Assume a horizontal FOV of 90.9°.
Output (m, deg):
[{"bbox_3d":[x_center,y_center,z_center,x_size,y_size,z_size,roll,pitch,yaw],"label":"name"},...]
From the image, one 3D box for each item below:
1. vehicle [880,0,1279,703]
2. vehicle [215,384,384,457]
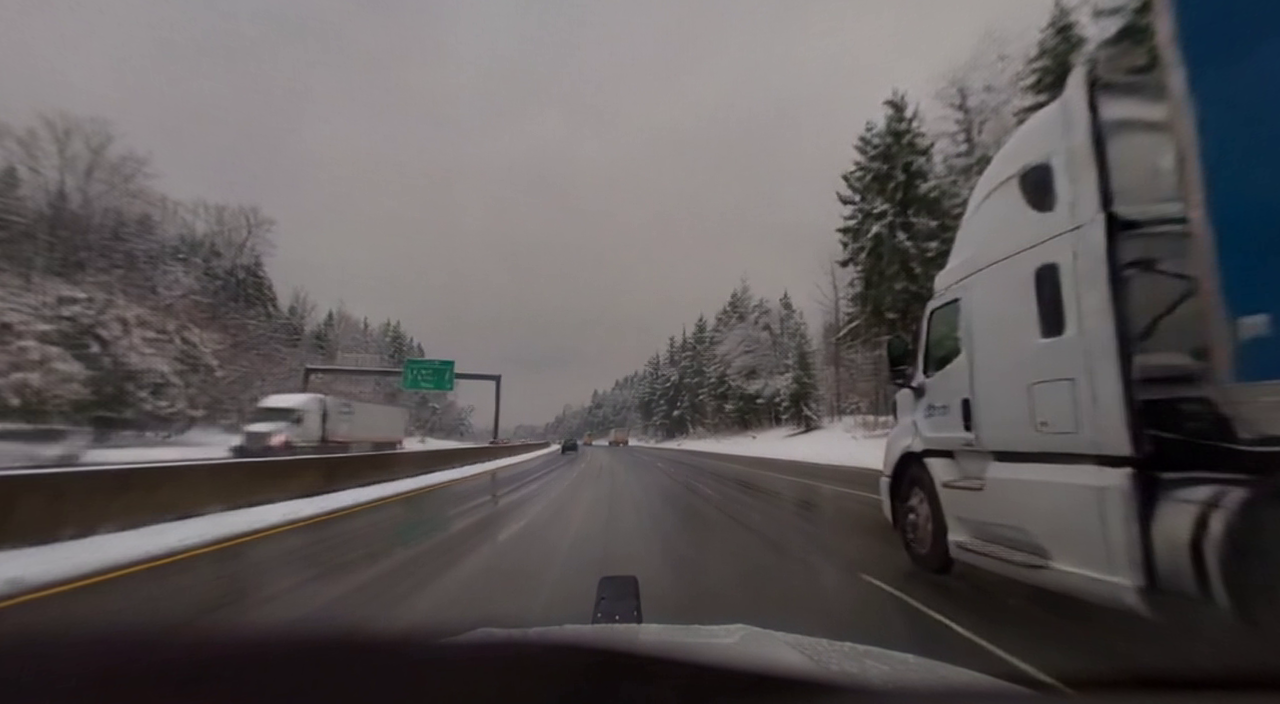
[{"bbox_3d":[4.041,-0.094,3.536,2.964,3.950,5.853,0,-8,0],"label":"vehicle"},{"bbox_3d":[-19.956,4.403,38.752,3.281,3.632,14.072,0,-8,-3],"label":"vehicle"}]
